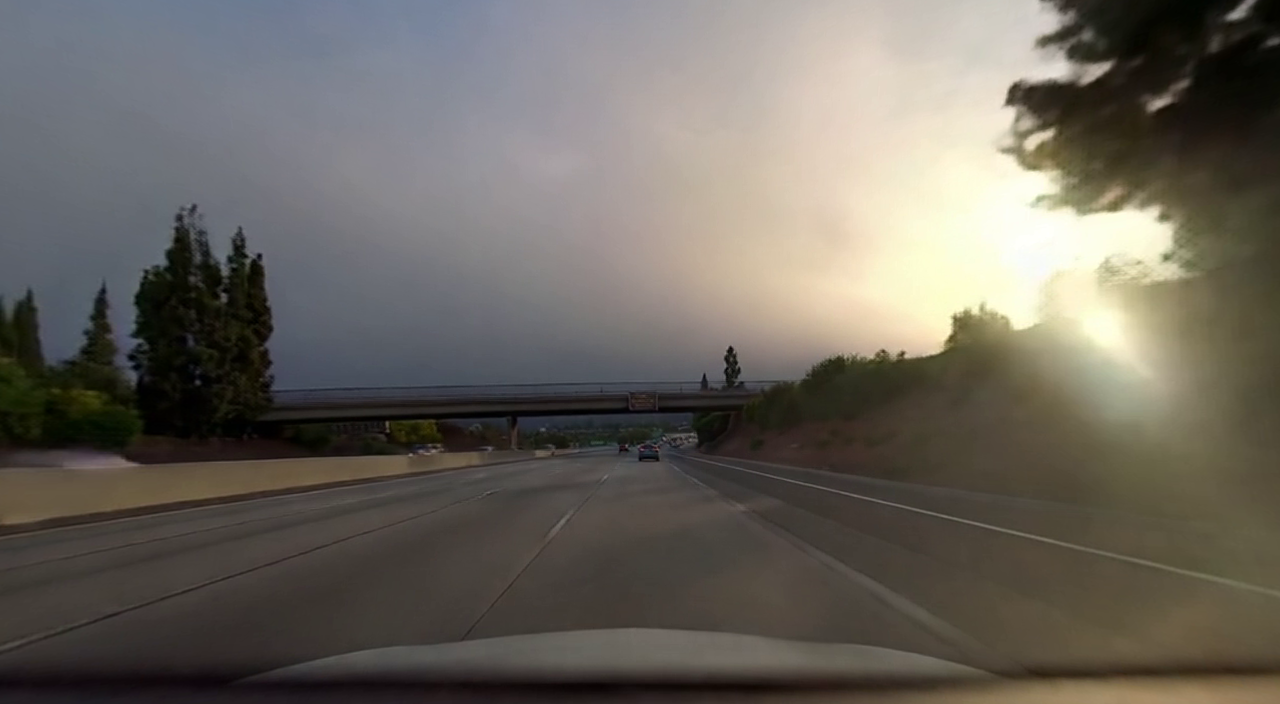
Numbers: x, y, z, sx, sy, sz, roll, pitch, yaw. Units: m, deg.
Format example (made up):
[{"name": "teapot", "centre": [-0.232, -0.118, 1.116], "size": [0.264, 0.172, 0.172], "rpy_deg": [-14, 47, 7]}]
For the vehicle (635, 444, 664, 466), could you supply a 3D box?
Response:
[{"name": "vehicle", "centre": [0.644, 7.254, 44.735], "size": [1.970, 1.477, 4.158], "rpy_deg": [0, -9, -1]}]
